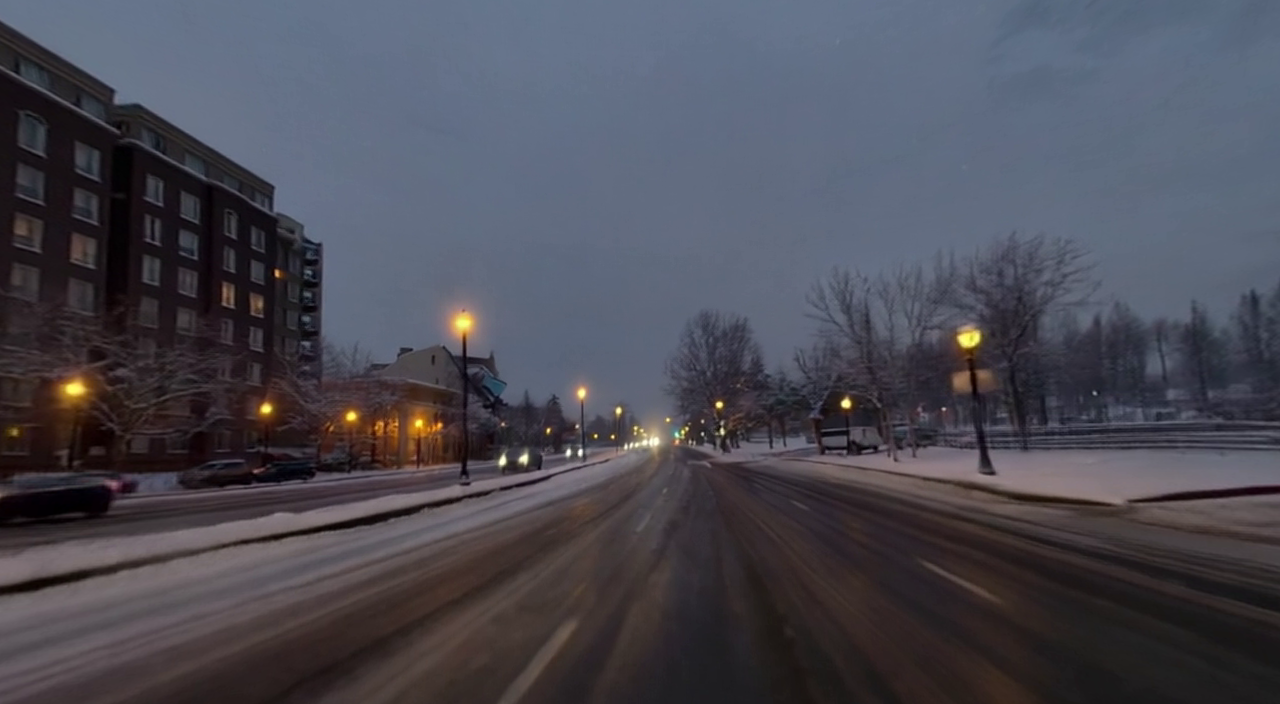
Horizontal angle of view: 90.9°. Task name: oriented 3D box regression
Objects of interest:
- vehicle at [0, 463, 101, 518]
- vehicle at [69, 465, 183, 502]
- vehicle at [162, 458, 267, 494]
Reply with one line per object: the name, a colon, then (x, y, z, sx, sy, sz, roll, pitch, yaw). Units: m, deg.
vehicle: (-23.289, 5.085, 23.203, 2.065, 1.788, 5.053, -1, -8, 6)
vehicle: (-28.781, 7.346, 35.526, 2.073, 1.772, 4.793, -1, -8, 6)
vehicle: (-28.439, 8.286, 42.488, 2.403, 2.020, 6.284, -1, -8, 3)
